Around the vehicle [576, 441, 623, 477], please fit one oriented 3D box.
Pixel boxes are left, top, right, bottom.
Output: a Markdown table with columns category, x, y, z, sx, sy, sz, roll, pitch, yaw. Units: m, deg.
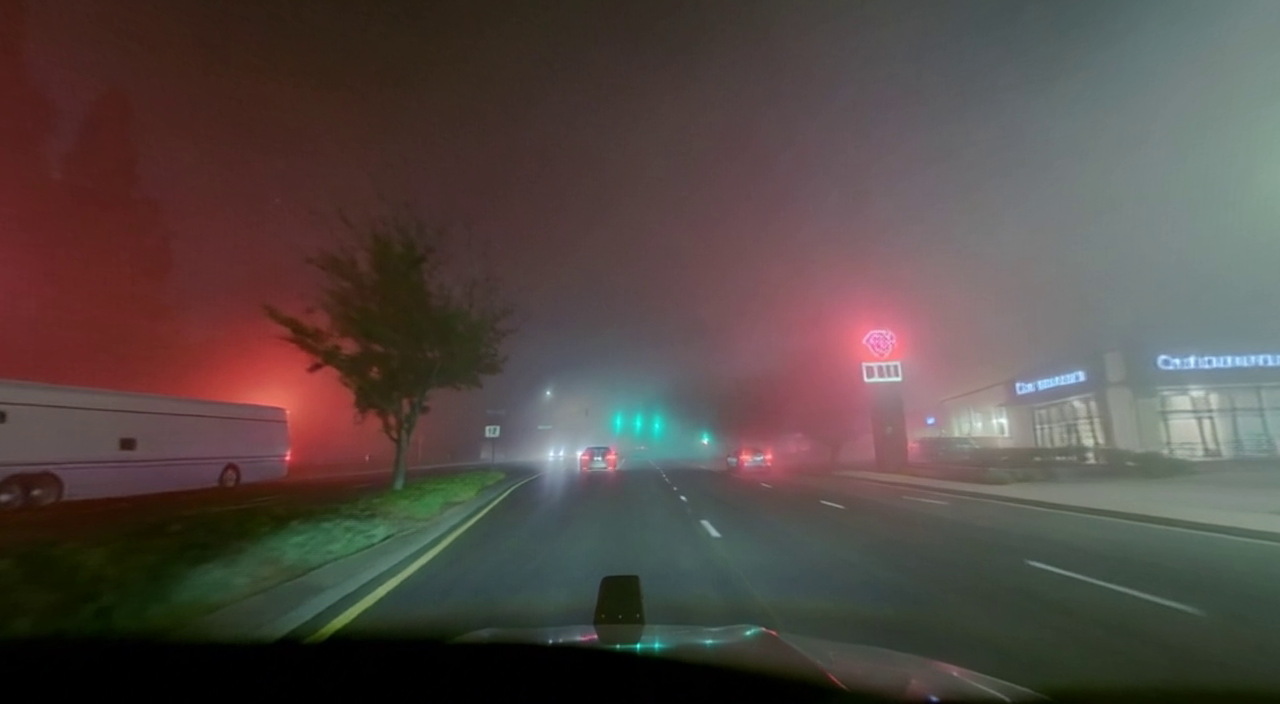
| category | x | y | z | sx | sy | sz | roll | pitch | yaw |
| --- | --- | --- | --- | --- | --- | --- | --- | --- | --- |
| vehicle | -1.916 | 5.010 | 29.883 | 2.072 | 1.545 | 4.578 | 0 | -8 | -4 |

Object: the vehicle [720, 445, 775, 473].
| category | x | y | z | sx | sy | sz | roll | pitch | yaw |
| --- | --- | --- | --- | --- | --- | --- | --- | --- | --- |
| vehicle | 6.022 | 6.020 | 35.883 | 2.075 | 1.475 | 4.571 | 0 | -8 | -4 |

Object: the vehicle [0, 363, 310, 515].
| category | x | y | z | sx | sy | sz | roll | pitch | yaw |
| --- | --- | --- | --- | --- | --- | --- | --- | --- | --- |
| vehicle | -19.250 | 3.535 | 25.107 | 3.133 | 4.167 | 16.699 | -1 | -8 | 1 |
